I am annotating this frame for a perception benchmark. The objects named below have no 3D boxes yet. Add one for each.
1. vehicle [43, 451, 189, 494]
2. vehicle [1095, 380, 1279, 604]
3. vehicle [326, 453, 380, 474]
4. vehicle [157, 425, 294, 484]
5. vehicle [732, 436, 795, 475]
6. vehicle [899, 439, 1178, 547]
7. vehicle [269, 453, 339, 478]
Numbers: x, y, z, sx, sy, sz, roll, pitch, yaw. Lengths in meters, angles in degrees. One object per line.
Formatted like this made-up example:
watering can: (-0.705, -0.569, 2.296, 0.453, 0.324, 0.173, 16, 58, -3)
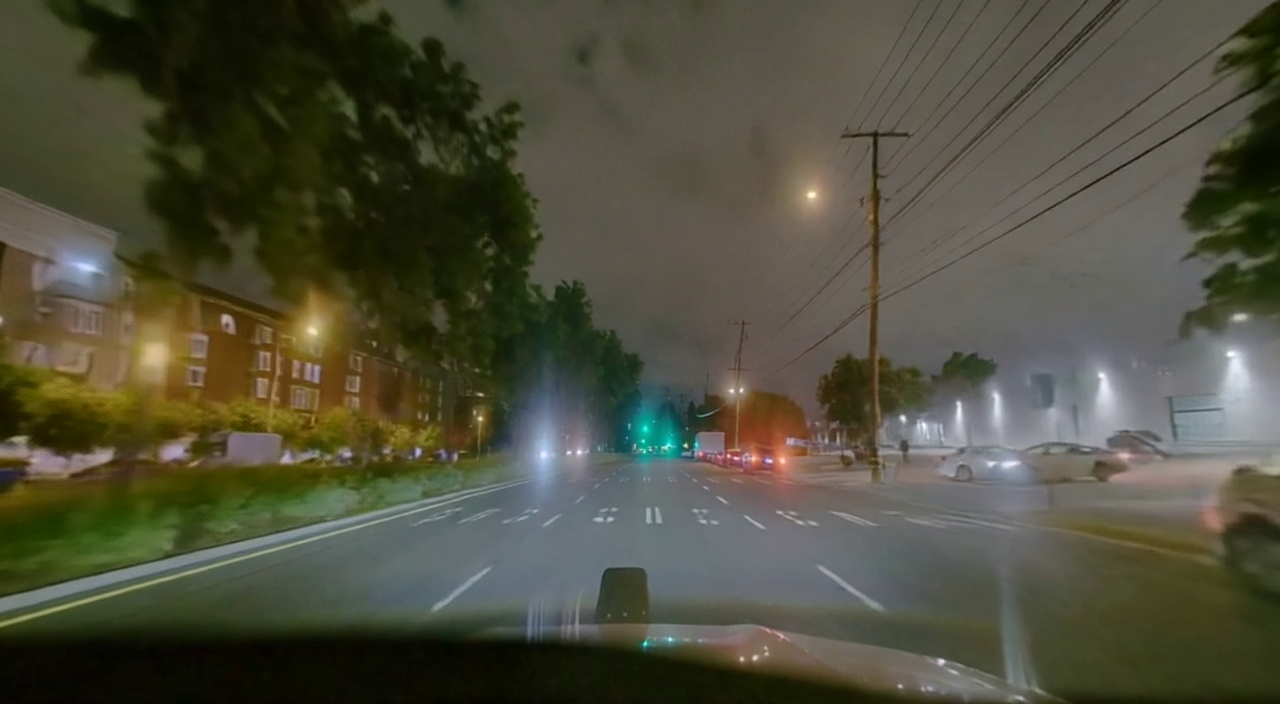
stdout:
vehicle: (-22.187, 5.089, 27.020, 2.004, 1.586, 4.962, 0, -8, 0)
vehicle: (6.916, 1.135, 4.818, 2.197, 2.019, 6.225, 0, -8, 0)
vehicle: (-21.935, 8.530, 48.387, 1.907, 1.404, 4.413, -2, -8, 3)
vehicle: (-22.250, 5.531, 34.432, 2.397, 2.865, 7.296, 0, -8, 1)
vehicle: (7.176, 6.101, 37.432, 2.563, 2.090, 6.077, 0, -8, 0)
vehicle: (6.834, 2.424, 11.652, 2.109, 1.567, 4.626, 0, -8, 0)
vehicle: (-22.151, 7.466, 41.797, 1.877, 1.473, 4.892, 0, -8, 0)
